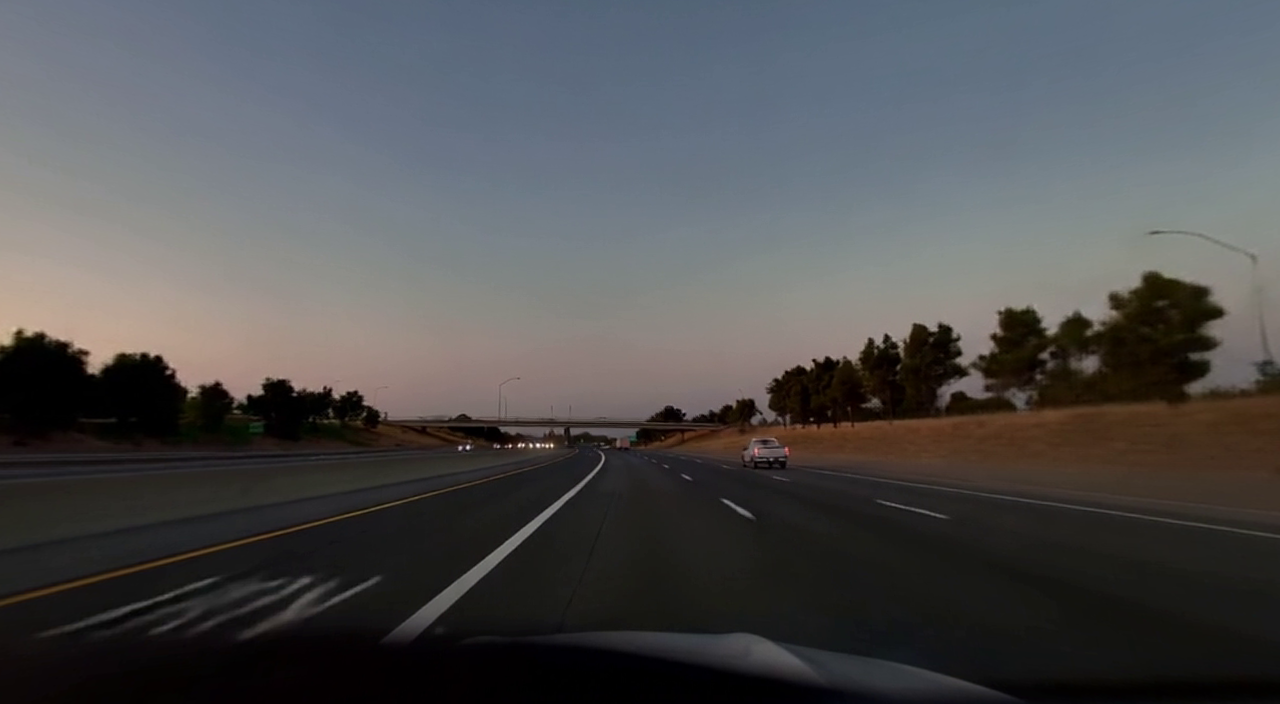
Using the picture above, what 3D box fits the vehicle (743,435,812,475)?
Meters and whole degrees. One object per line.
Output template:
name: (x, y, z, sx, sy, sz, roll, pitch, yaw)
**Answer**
vehicle: (6.362, 4.827, 29.798, 2.104, 1.723, 4.538, 0, -9, -2)
